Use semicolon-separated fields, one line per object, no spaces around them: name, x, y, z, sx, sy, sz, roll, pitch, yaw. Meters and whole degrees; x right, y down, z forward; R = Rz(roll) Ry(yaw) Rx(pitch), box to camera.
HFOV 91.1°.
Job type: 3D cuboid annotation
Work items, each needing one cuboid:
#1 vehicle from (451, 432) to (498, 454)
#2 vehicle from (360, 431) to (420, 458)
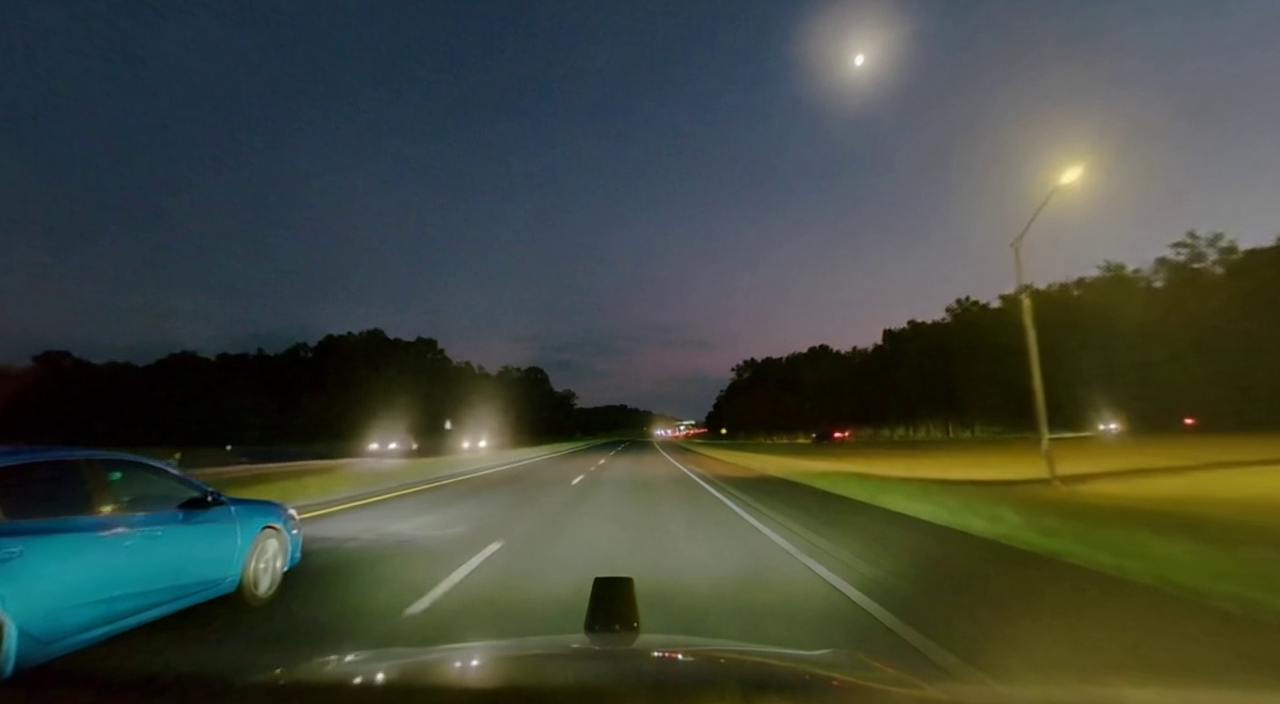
vehicle;-10.916;6.034;41.686;1.941;1.352;4.224;0;-8;1
vehicle;-14.737;5.472;37.278;1.860;1.531;4.001;0;-8;1
